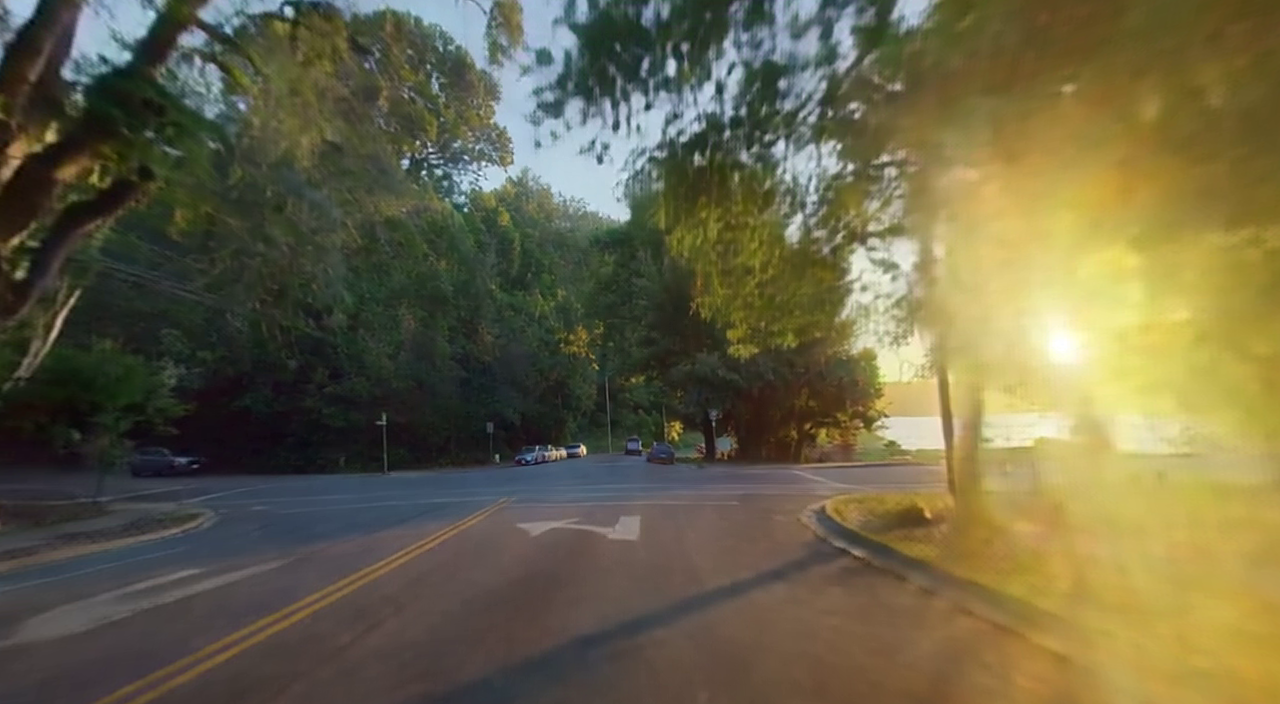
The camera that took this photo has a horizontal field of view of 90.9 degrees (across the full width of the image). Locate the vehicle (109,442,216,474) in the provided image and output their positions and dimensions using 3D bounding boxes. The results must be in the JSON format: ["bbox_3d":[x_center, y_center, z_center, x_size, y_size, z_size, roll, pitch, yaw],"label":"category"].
[{"bbox_3d":[-28.021,6.203,37.065,4.986,1.796,2.066,-1,-8,11],"label":"vehicle"}]

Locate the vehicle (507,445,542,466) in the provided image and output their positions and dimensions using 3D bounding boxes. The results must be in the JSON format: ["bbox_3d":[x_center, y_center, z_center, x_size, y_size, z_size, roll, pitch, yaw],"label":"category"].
[{"bbox_3d":[-8.762,7.871,48.208,2.102,1.507,4.049,0,-8,-3],"label":"vehicle"}]

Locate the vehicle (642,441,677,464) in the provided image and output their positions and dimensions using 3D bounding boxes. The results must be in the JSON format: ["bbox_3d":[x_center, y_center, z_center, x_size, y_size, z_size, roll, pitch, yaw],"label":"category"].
[{"bbox_3d":[1.277,6.825,43.028,2.051,1.461,4.100,0,-8,-2],"label":"vehicle"}]
